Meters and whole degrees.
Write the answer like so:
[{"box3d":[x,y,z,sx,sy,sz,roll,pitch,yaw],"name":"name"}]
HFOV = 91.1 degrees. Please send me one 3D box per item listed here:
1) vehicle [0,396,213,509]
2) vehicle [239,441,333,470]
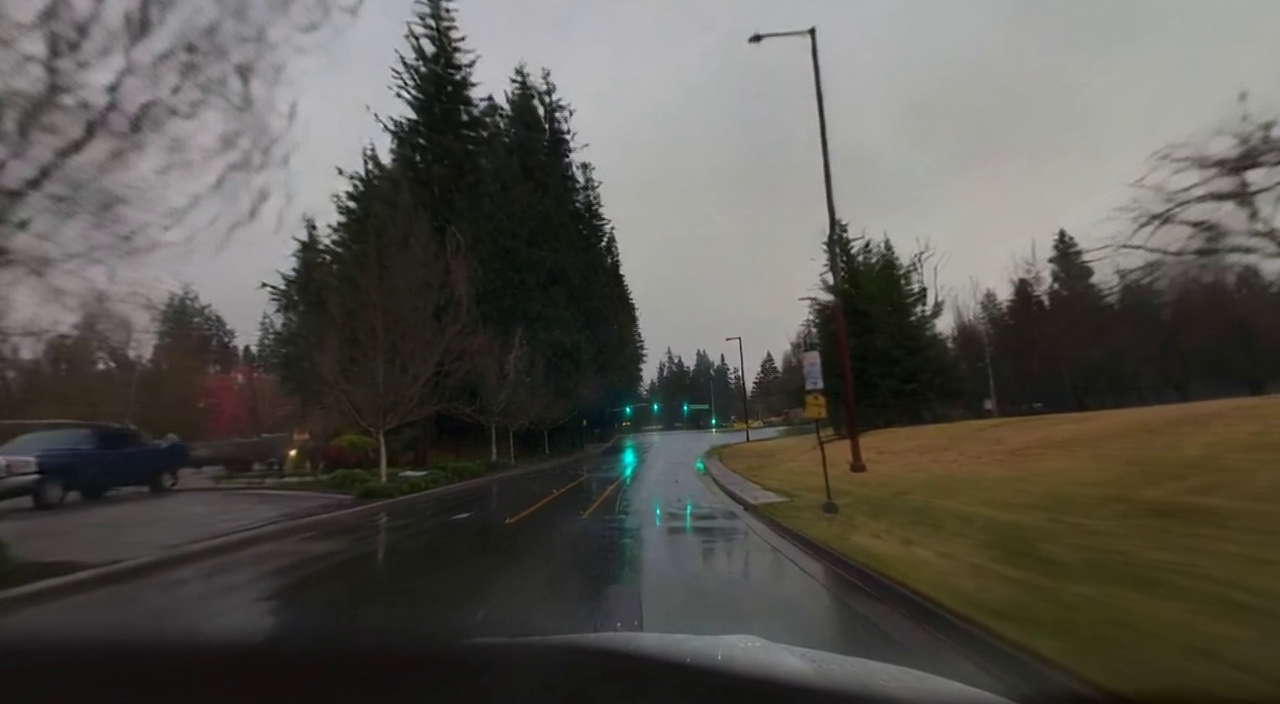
[{"box3d":[-18.587,3.344,21.680,2.739,3.171,7.030,-3,-7,0],"name":"vehicle"},{"box3d":[-19.612,5.724,34.887,4.187,1.510,1.857,7,-11,-39],"name":"vehicle"}]
